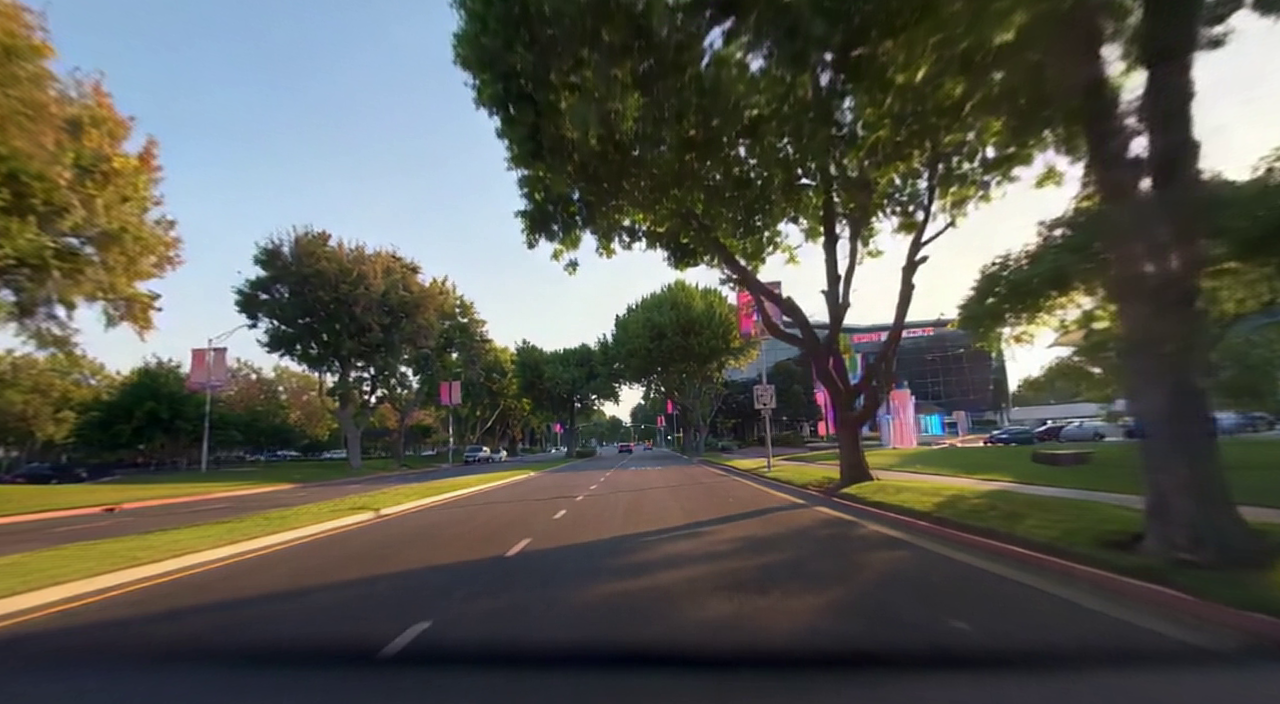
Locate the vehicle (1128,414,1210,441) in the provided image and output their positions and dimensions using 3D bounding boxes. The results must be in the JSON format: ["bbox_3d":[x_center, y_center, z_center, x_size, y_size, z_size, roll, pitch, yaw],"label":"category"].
[{"bbox_3d":[33.846,4.887,40.305,1.866,1.550,3.927,-1,-8,2],"label":"vehicle"}]

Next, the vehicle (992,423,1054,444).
[{"bbox_3d":[28.289,6.079,46.495,1.895,1.503,4.234,1,-8,0],"label":"vehicle"}]

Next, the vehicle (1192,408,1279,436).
[{"bbox_3d":[39.205,4.650,41.264,1.945,1.690,4.317,-1,-8,1],"label":"vehicle"}]

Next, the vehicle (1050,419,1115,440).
[{"bbox_3d":[33.618,5.908,47.794,1.917,1.469,4.195,0,-9,1],"label":"vehicle"}]
